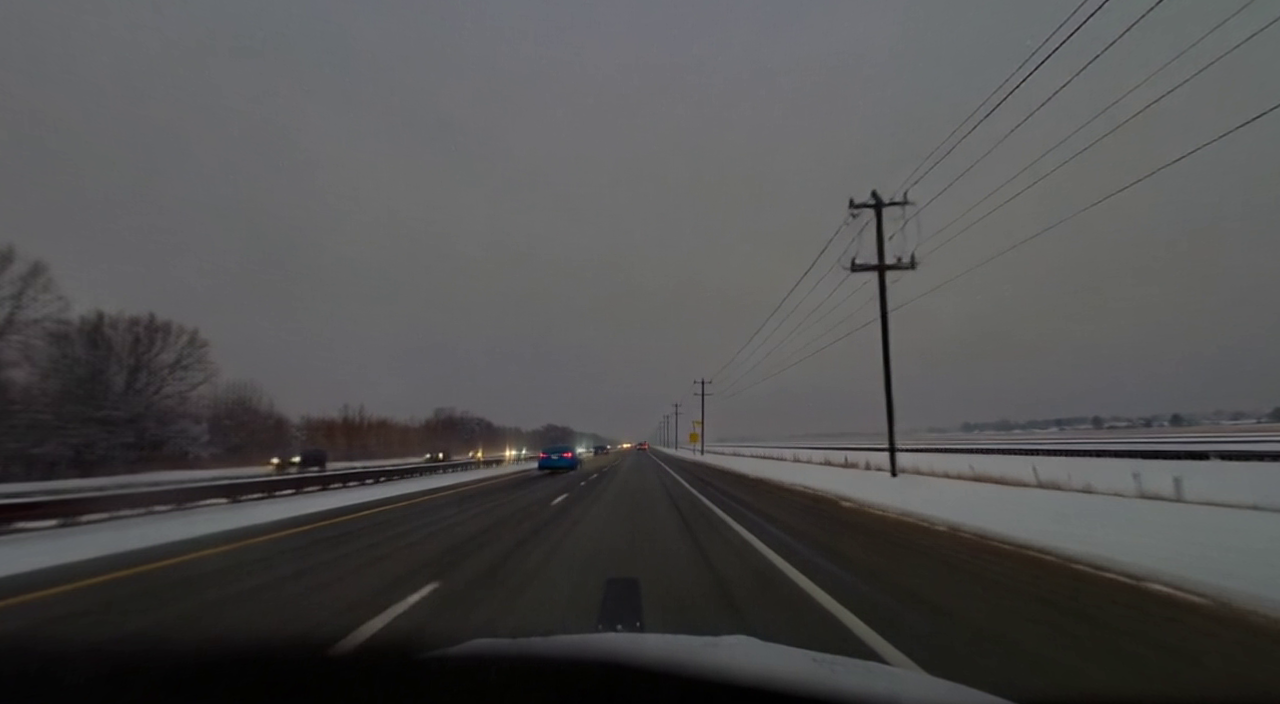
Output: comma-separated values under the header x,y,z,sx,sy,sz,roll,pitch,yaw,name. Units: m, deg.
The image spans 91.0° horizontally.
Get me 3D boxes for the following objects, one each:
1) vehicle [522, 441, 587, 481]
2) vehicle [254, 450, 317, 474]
x,y,z,sx,sy,sz,roll,pitch,yaw,name
-3.673,4.793,27.924,2.120,1.597,4.810,0,-9,1,vehicle
-25.539,7.919,45.544,1.881,1.584,4.456,0,-9,0,vehicle
